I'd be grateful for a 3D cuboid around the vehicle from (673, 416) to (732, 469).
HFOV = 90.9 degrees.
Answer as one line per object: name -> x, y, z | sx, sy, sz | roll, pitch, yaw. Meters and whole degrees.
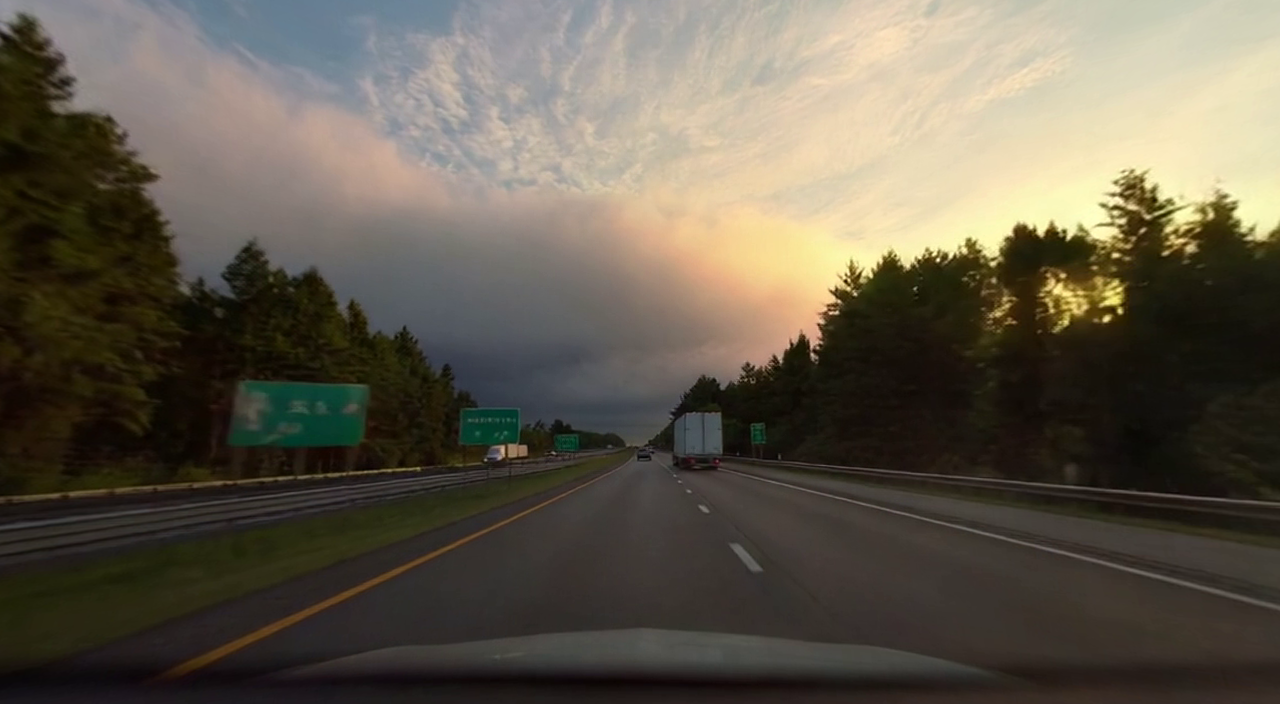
vehicle -> 4.344, 6.678, 46.089 | 2.983, 3.414, 10.378 | 0, -9, -1
